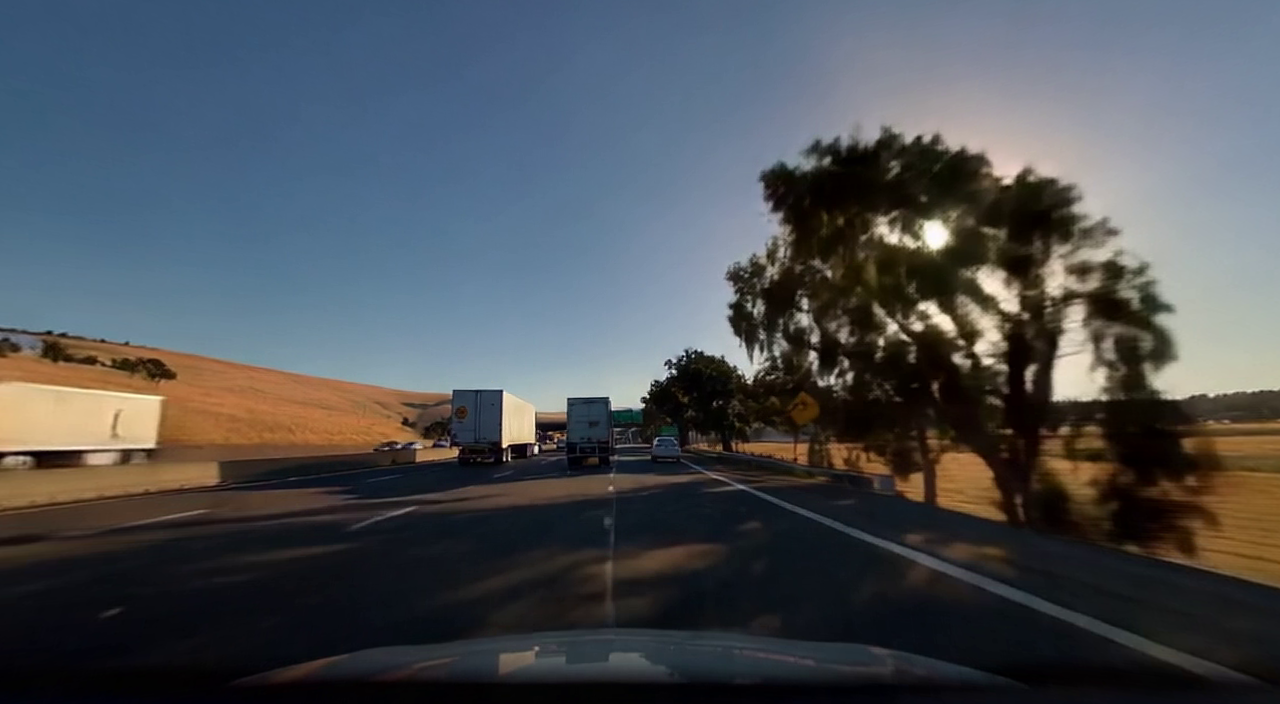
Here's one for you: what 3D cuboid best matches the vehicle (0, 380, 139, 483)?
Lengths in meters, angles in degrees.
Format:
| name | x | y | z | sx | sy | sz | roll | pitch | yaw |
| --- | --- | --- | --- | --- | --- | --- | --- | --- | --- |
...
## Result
| name | x | y | z | sx | sy | sz | roll | pitch | yaw |
| --- | --- | --- | --- | --- | --- | --- | --- | --- | --- |
| vehicle | -26.616 | 3.384 | 26.527 | 2.933 | 3.990 | 9.988 | 0 | -8 | -2 |

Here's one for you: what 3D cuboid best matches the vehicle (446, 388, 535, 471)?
| name | x | y | z | sx | sy | sz | roll | pitch | yaw |
| --- | --- | --- | --- | --- | --- | --- | --- | --- | --- |
| vehicle | -6.765 | 3.674 | 29.578 | 2.728 | 3.405 | 7.096 | 0 | -8 | -3 |

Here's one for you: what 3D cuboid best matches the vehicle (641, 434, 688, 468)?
| name | x | y | z | sx | sy | sz | roll | pitch | yaw |
| --- | --- | --- | --- | --- | --- | --- | --- | --- | --- |
| vehicle | 1.088 | 4.647 | 29.812 | 1.891 | 1.477 | 3.599 | 0 | -8 | -3 |

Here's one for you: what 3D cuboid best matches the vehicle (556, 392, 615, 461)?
| name | x | y | z | sx | sy | sz | roll | pitch | yaw |
| --- | --- | --- | --- | --- | --- | --- | --- | --- | --- |
| vehicle | -3.715 | 5.616 | 46.064 | 3.475 | 4.037 | 17.454 | 0 | -8 | -3 |
